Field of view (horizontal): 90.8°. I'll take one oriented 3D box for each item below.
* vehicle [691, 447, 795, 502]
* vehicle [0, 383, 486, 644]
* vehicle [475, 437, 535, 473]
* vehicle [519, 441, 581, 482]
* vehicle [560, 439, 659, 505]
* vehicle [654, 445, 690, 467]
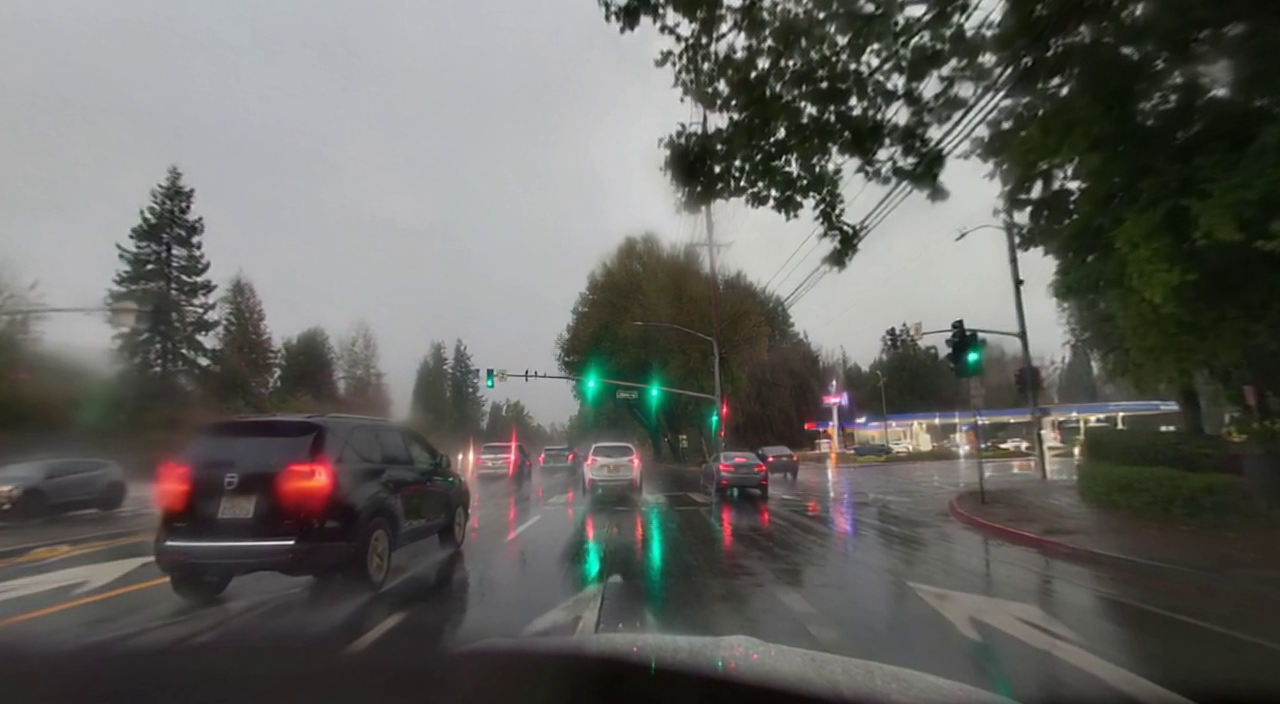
[{"bbox_3d":[2.681,3.301,17.559,2.065,1.302,4.416,0,-8,-1],"label":"vehicle"},{"bbox_3d":[-3.079,1.354,6.341,1.922,1.642,4.547,0,-8,0],"label":"vehicle"},{"bbox_3d":[-7.760,5.986,36.908,2.385,1.918,5.056,0,-8,0],"label":"vehicle"},{"bbox_3d":[-3.580,4.442,25.979,1.953,1.530,4.335,0,-8,0],"label":"vehicle"},{"bbox_3d":[-0.734,2.985,16.141,2.189,1.437,4.135,0,-8,-2],"label":"vehicle"},{"bbox_3d":[2.176,7.245,44.176,2.069,1.464,4.599,0,-8,-2],"label":"vehicle"}]
